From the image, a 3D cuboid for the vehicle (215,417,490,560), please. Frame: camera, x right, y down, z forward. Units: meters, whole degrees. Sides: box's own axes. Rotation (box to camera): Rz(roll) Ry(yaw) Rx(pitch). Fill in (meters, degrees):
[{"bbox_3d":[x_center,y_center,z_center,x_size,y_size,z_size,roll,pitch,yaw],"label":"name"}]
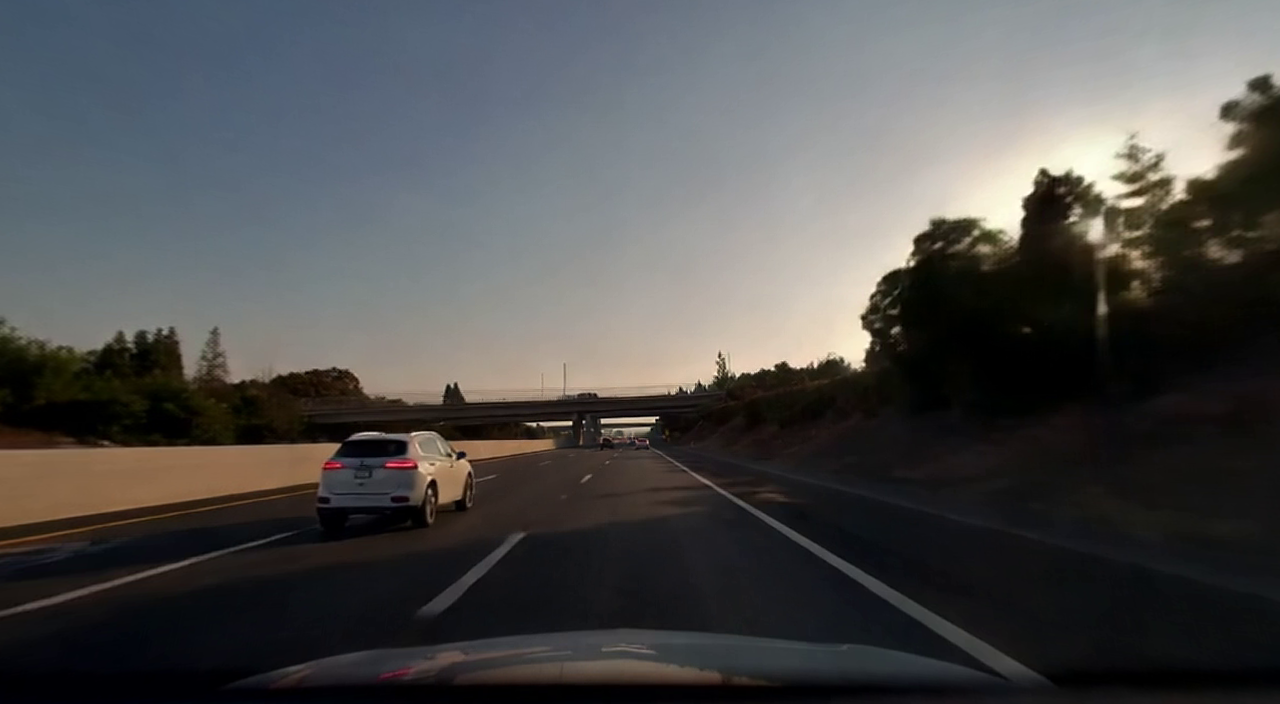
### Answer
[{"bbox_3d":[-3.754,1.825,9.280,2.039,1.589,4.324,0,-8,0],"label":"vehicle"}]
